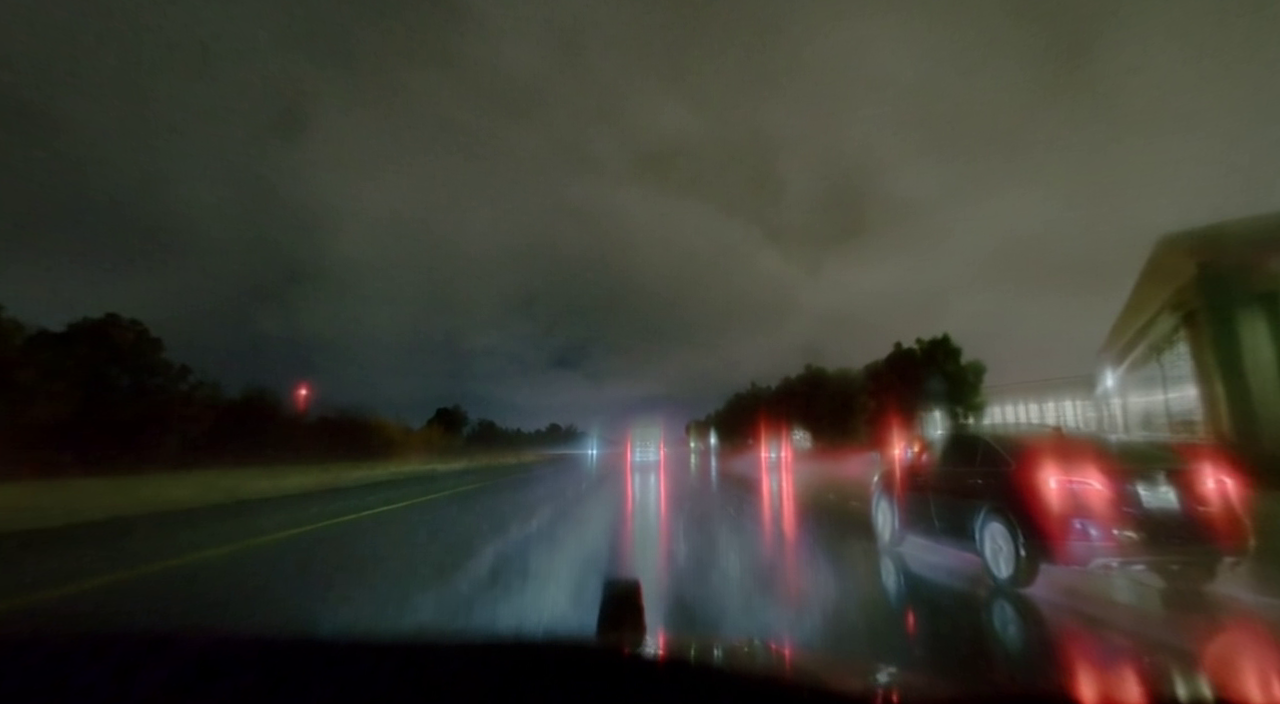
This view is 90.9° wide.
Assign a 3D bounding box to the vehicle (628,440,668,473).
[{"bbox_3d":[0.384,5.604,33.768,2.015,1.639,4.086,0,-9,0],"label":"vehicle"}]

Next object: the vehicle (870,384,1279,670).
[{"bbox_3d":[4.177,1.344,6.147,2.008,1.595,5.082,-1,-8,1],"label":"vehicle"}]
